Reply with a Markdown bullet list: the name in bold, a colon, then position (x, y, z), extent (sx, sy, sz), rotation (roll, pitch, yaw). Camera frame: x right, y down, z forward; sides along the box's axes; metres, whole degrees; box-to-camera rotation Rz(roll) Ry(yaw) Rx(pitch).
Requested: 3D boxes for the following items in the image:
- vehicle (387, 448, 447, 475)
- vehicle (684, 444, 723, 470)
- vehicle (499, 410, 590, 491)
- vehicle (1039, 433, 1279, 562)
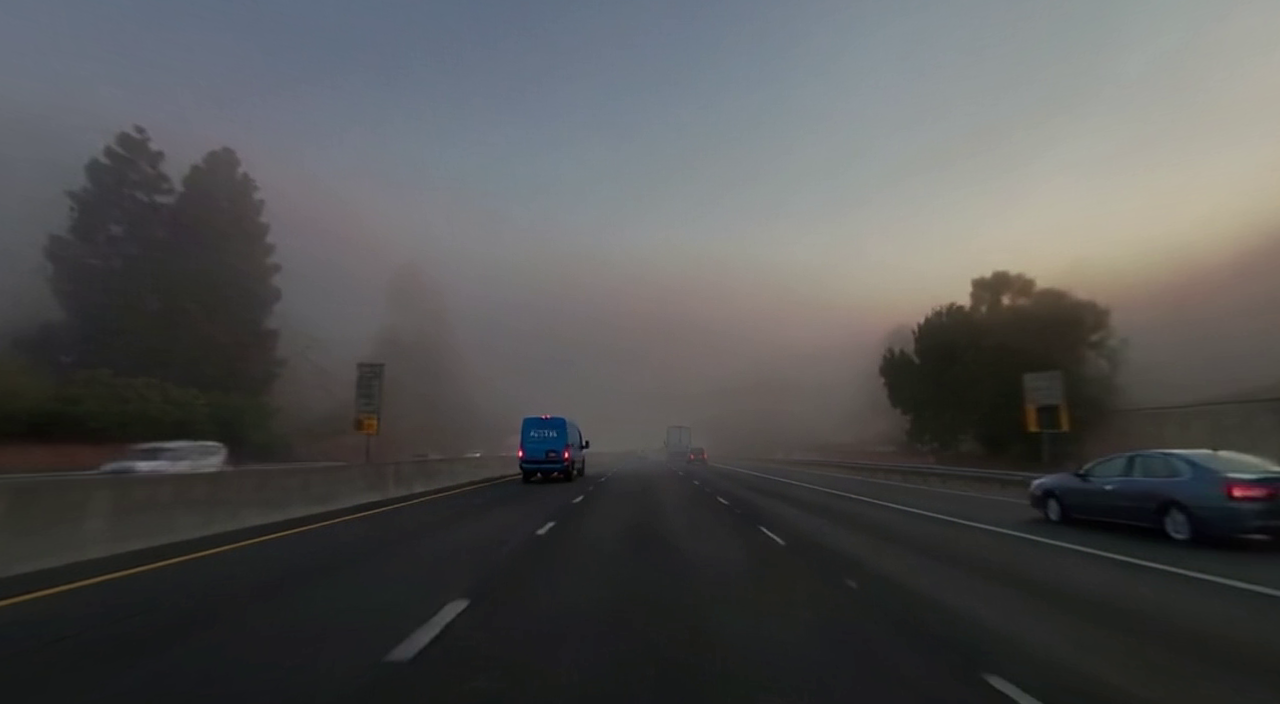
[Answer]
- **vehicle**: position (-12.930, 6.373, 36.884), extent (1.842, 1.474, 4.473), rotation (0, -9, 0)
- **vehicle**: position (4.186, 7.024, 42.410), extent (2.066, 1.638, 4.158), rotation (0, -9, -1)
- **vehicle**: position (-3.399, 3.757, 24.199), extent (2.380, 2.648, 6.879), rotation (0, -9, 0)
- **vehicle**: position (8.343, 1.995, 9.285), extent (1.838, 1.490, 4.460), rotation (0, -9, -3)
